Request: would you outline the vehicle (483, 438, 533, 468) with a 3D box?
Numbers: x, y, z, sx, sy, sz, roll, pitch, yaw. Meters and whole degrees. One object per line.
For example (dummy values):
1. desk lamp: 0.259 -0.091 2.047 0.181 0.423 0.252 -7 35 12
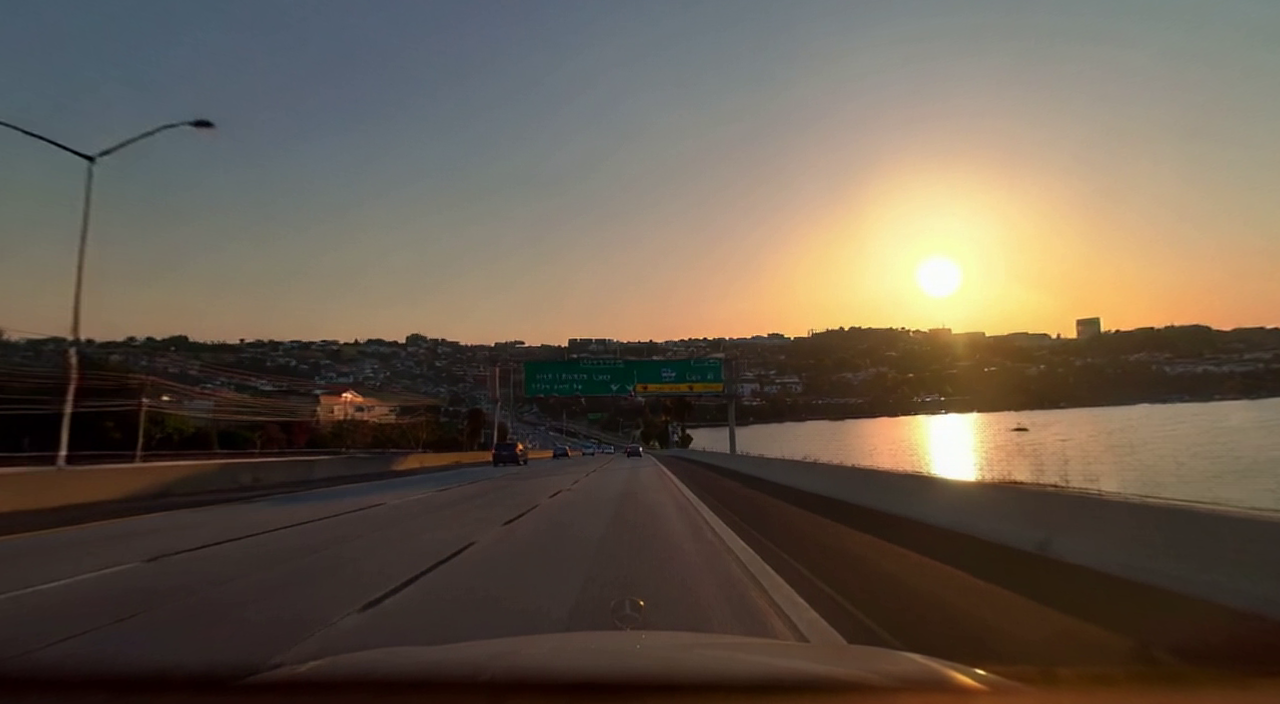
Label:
1. vehicle: -7.367 5.691 35.628 1.946 1.590 4.042 0 -8 0
